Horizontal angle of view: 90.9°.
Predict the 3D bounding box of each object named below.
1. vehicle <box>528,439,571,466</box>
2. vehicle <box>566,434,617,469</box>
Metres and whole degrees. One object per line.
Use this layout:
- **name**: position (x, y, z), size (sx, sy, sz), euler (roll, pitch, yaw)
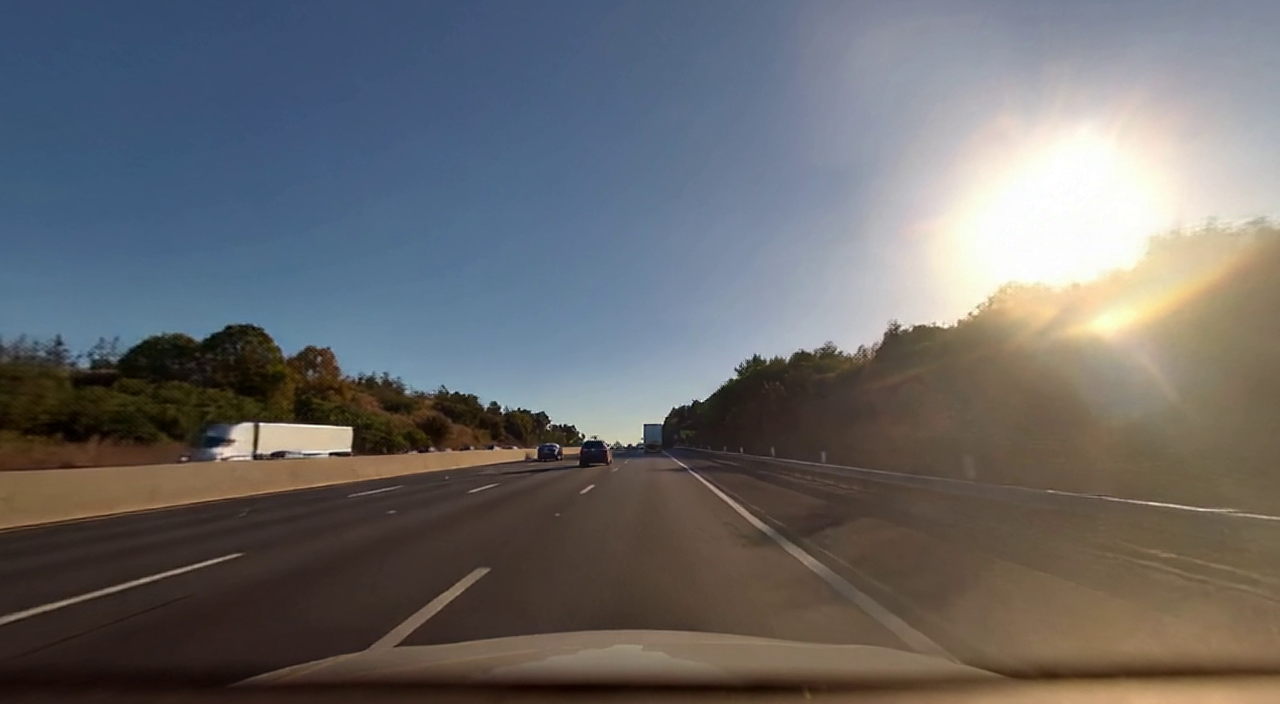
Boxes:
- **vehicle**: position (-5.983, 6.693, 42.097), size (2.062, 1.691, 4.278), euler (0, -8, 2)
- **vehicle**: position (-2.618, 5.497, 35.076), size (2.283, 1.802, 4.810), euler (0, -8, 2)
